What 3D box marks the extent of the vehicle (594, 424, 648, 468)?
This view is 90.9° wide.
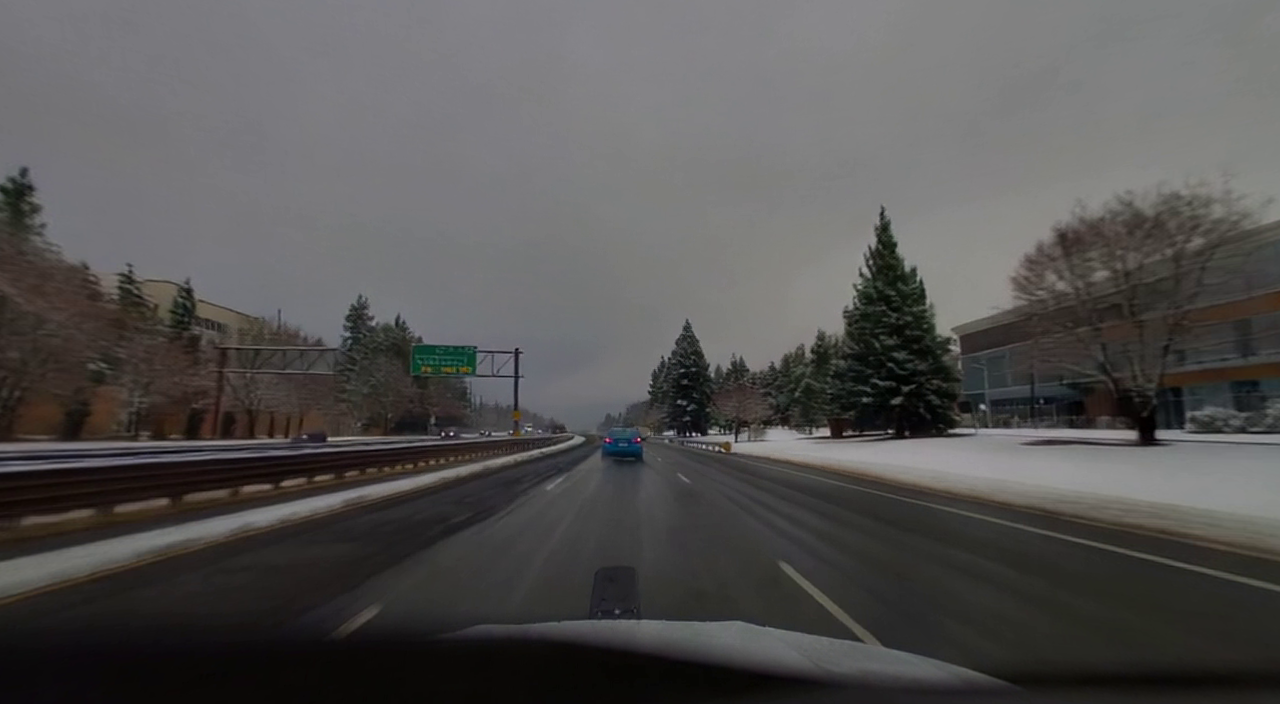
[{"bbox_3d":[-0.771,3.795,25.703,2.020,1.633,3.942,0,-8,-2],"label":"vehicle"}]
